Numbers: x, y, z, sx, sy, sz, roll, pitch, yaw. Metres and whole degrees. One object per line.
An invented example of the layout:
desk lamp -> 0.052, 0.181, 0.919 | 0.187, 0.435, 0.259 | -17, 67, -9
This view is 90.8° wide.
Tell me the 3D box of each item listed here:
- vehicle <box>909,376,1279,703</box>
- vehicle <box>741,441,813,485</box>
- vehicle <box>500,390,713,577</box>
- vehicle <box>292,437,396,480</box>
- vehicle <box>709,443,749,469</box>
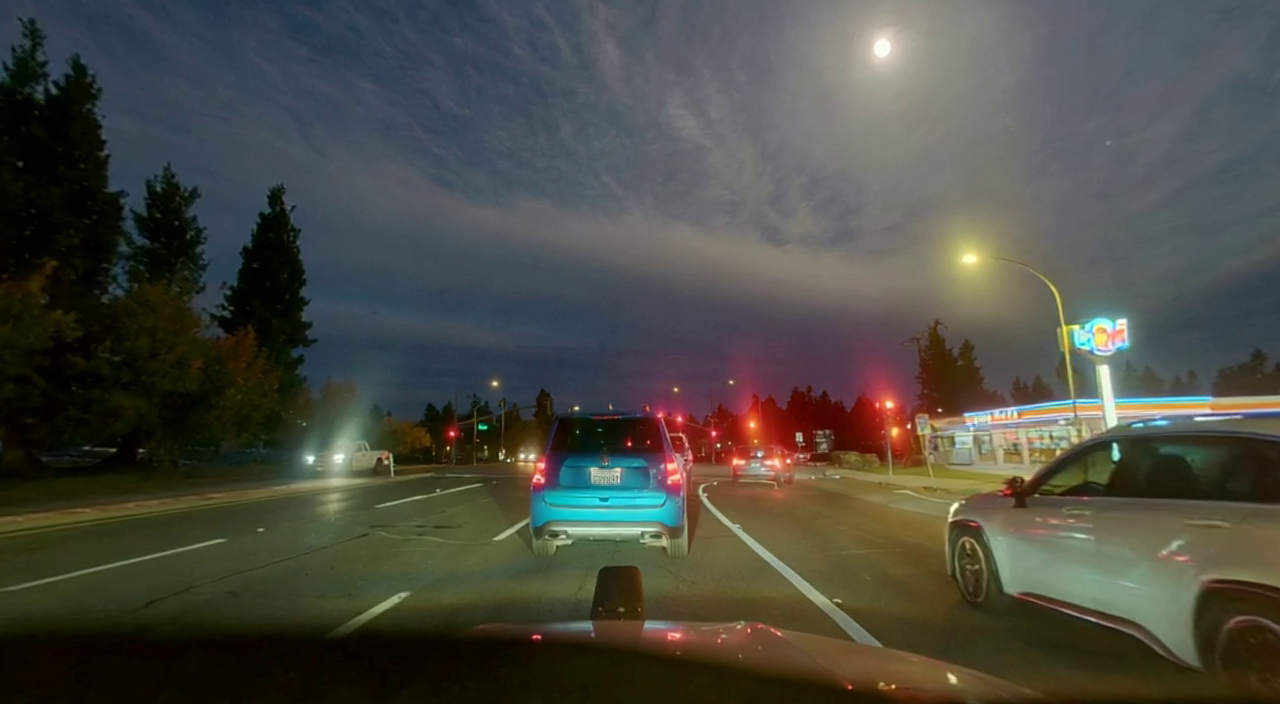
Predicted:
vehicle -> 3.495, 1.024, 3.357 | 2.098, 1.555, 4.778 | 0, -9, 1
vehicle -> 5.082, 4.166, 24.014 | 1.883, 1.496, 4.236 | 0, -9, 1
vehicle -> -0.301, 1.646, 8.661 | 2.096, 1.837, 4.687 | 0, -9, 1
vehicle -> -12.702, 4.598, 27.520 | 2.108, 1.683, 4.861 | 0, -9, 0
vehicle -> 5.380, 6.329, 38.685 | 1.923, 1.498, 4.326 | 0, -9, 2
